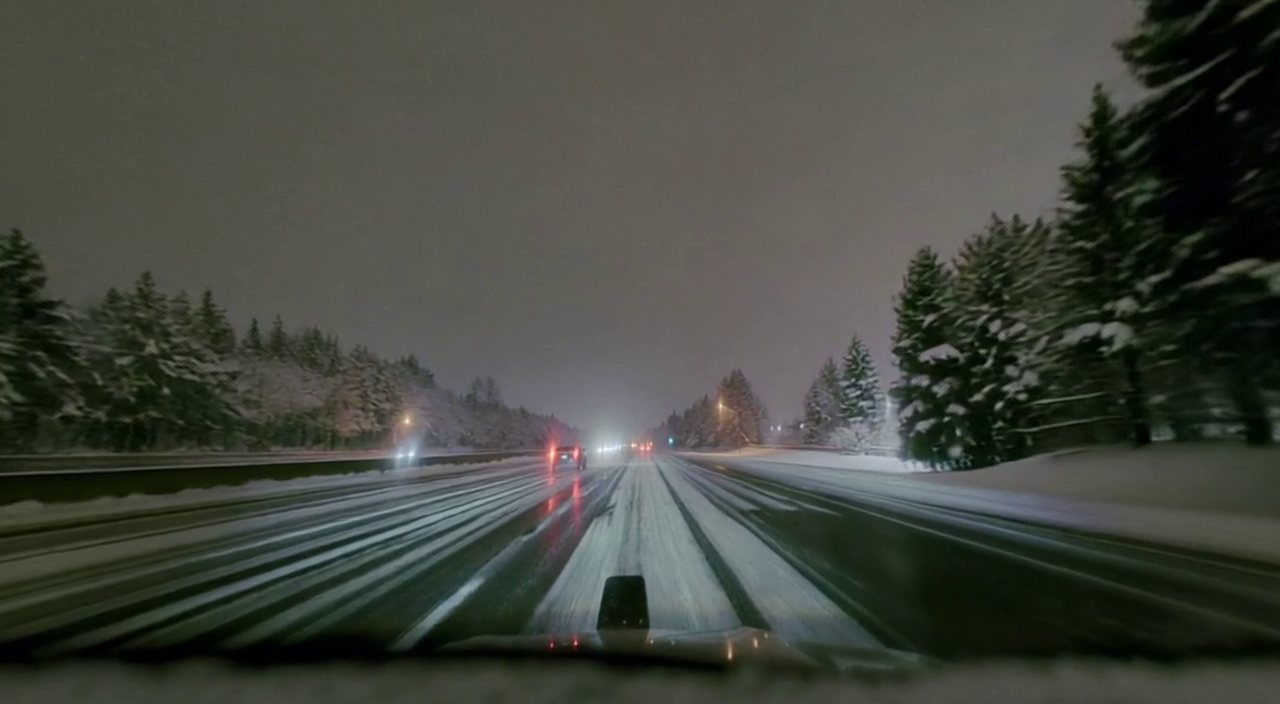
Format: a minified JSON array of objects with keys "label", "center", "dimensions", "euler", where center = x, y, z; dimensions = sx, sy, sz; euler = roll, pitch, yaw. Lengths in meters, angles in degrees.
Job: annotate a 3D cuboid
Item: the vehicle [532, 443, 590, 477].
[{"label":"vehicle","center":[-3.620,5.037,29.550],"dimensions":[2.128,1.450,4.078],"euler":[-1,-9,1]}]
